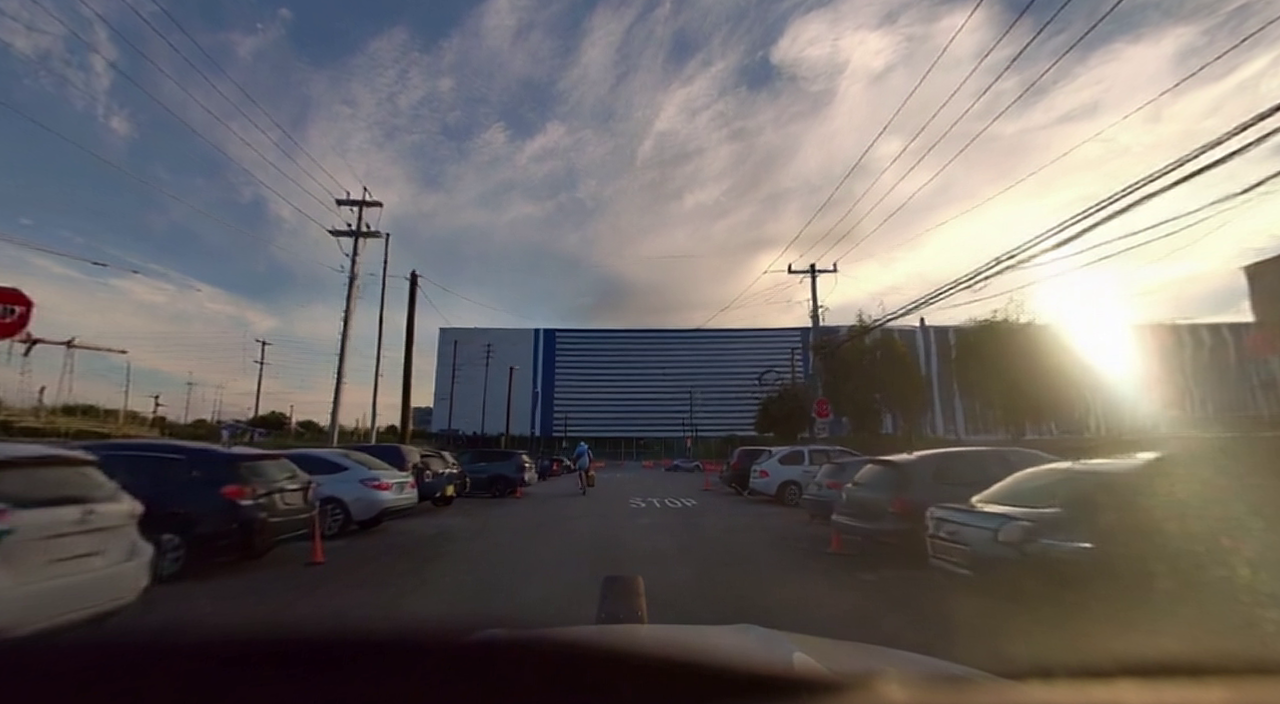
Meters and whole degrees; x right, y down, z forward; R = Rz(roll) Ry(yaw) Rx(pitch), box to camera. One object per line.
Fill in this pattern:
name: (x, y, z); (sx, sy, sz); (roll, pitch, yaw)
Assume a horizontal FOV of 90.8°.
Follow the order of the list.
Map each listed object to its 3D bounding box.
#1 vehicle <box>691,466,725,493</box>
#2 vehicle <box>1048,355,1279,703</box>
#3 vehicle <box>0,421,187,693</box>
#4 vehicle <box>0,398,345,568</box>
vehicle: (5.041, 9.534, 47.368); (2.007, 1.804, 4.136); (0, -9, -2)
vehicle: (4.534, 0.970, 2.712); (4.100, 1.546, 2.092); (3, -12, 1)
vehicle: (-6.110, 1.207, 3.906); (5.099, 1.491, 1.868); (0, -9, -1)
vehicle: (-6.556, 1.587, 7.995); (4.515, 1.689, 1.942); (4, -11, -2)
